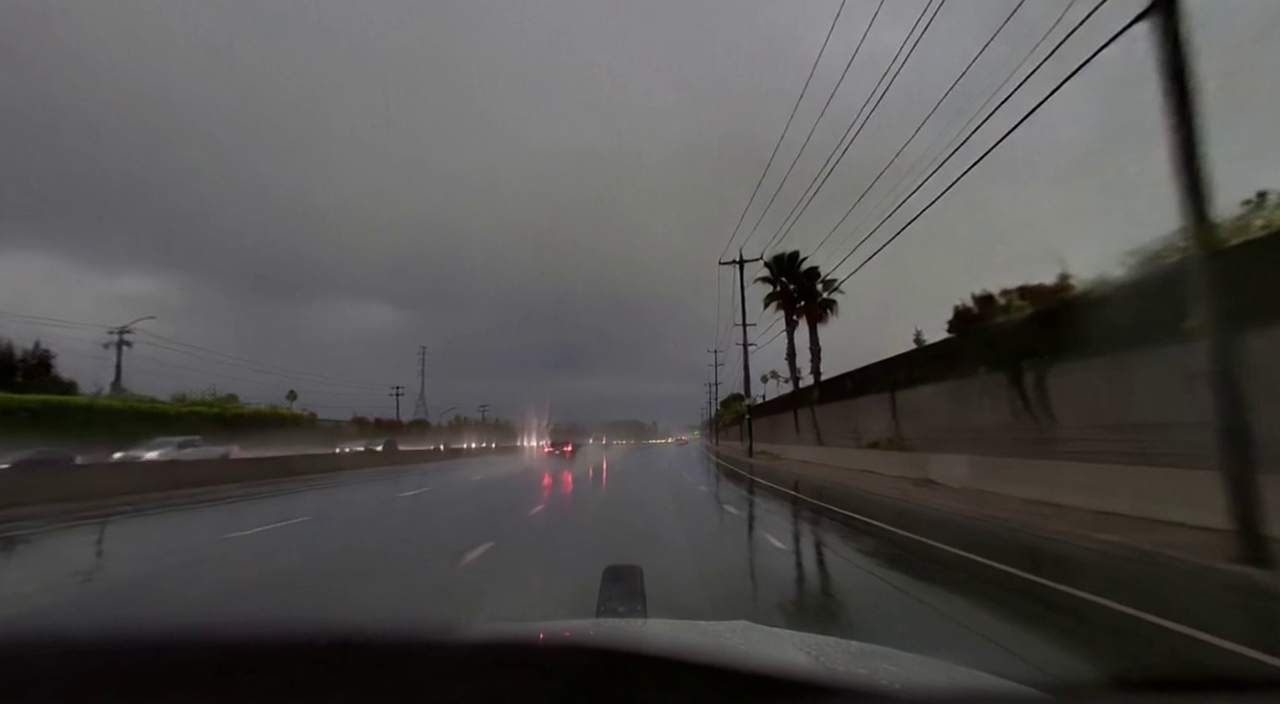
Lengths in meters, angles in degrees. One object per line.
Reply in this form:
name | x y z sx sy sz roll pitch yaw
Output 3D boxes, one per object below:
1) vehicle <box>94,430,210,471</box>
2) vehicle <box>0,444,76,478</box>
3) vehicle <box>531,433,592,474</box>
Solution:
vehicle | -24.242 4.901 31.618 2.072 1.835 4.686 0 -8 0
vehicle | -30.569 5.274 30.628 1.934 1.511 4.785 1 -8 -1
vehicle | -3.257 4.306 26.996 2.029 1.609 3.935 0 -8 1
